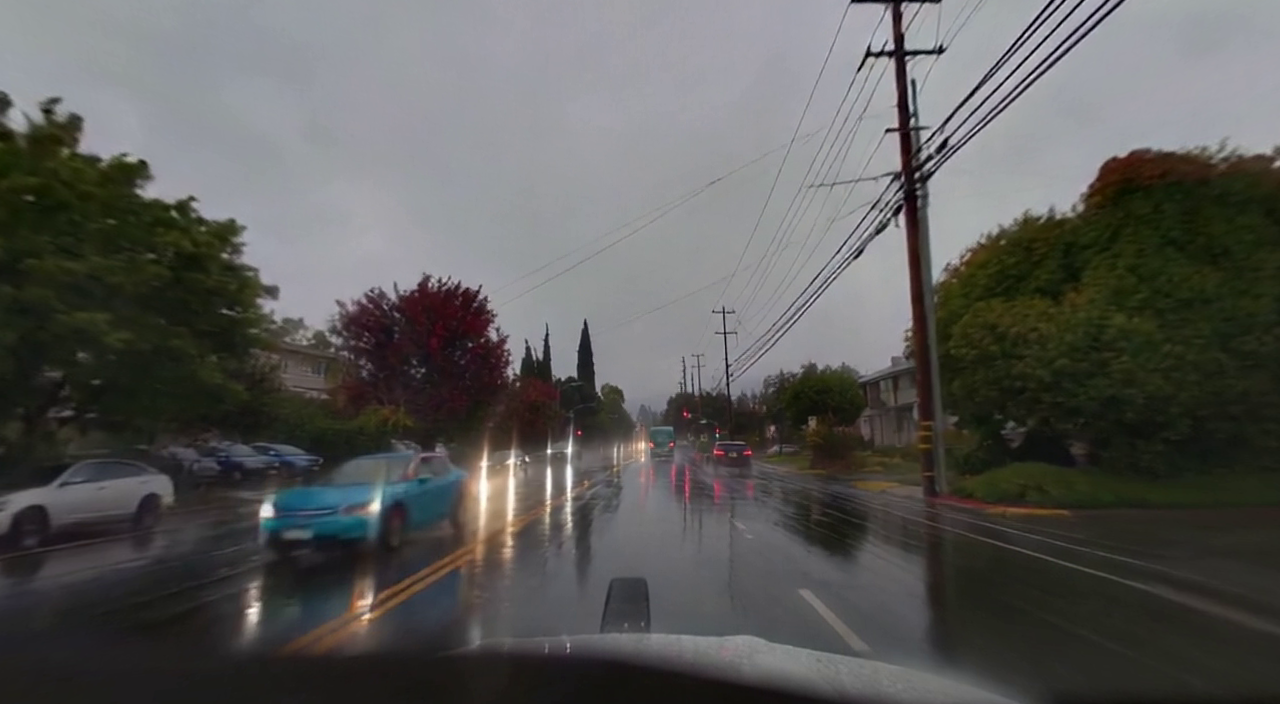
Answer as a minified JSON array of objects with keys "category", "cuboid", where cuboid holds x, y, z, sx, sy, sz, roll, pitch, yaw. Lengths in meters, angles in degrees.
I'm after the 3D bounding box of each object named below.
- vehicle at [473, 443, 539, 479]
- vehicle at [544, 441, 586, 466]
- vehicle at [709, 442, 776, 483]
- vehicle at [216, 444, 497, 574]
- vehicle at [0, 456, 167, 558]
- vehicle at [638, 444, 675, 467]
[{"category":"vehicle","cuboid":[-6.440,5.274,30.837,1.997,1.566,4.637,-1,-8,3]},{"category":"vehicle","cuboid":[-5.667,7.737,48.161,2.303,1.789,5.423,-1,-8,3]},{"category":"vehicle","cuboid":[4.018,4.386,25.470,1.951,1.479,4.487,0,-8,0]},{"category":"vehicle","cuboid":[-3.539,2.015,9.015,1.892,1.354,4.476,0,-8,1]},{"category":"vehicle","cuboid":[-10.526,2.529,10.523,1.807,1.451,4.367,-1,-8,1]},{"category":"vehicle","cuboid":[1.115,6.742,41.293,2.298,1.359,4.081,-1,-8,2]}]
